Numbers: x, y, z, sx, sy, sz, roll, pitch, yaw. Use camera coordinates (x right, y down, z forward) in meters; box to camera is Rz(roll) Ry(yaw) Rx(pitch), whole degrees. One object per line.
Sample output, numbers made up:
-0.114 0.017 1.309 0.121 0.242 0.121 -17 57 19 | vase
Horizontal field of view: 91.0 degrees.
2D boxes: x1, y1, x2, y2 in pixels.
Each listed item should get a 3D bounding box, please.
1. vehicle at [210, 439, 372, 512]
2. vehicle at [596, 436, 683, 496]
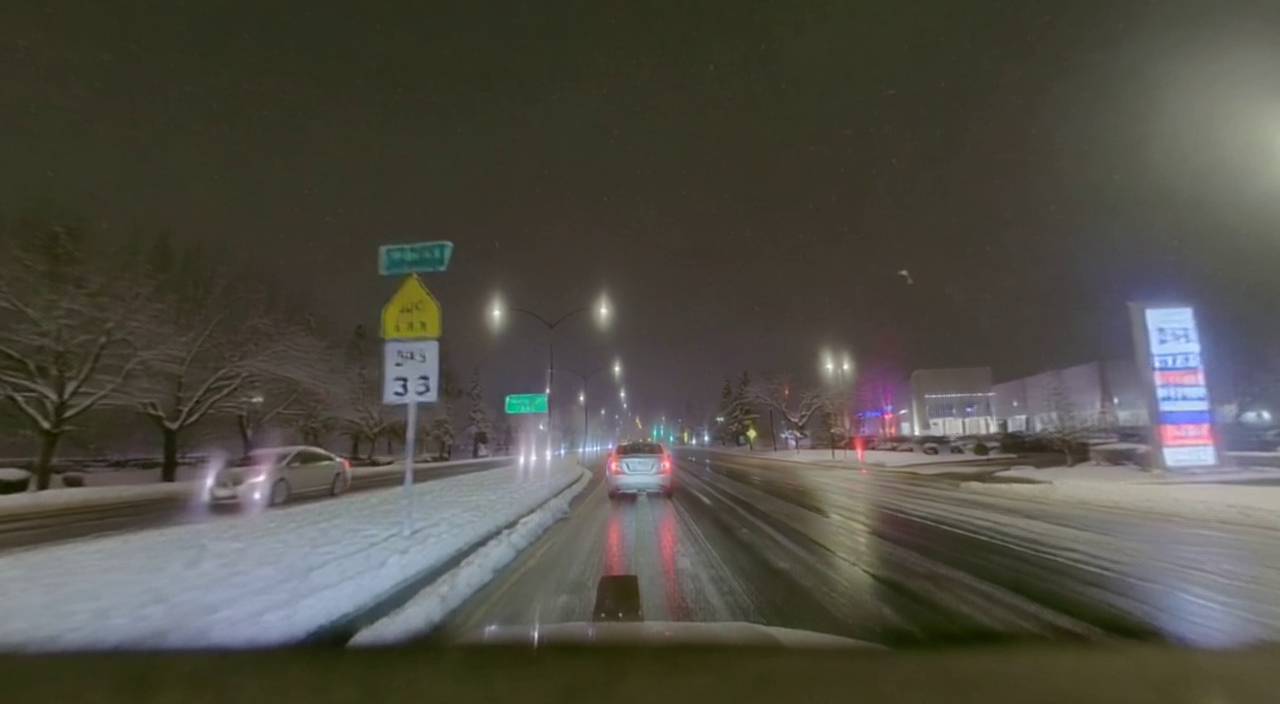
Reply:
-9.066 3.165 16.831 1.903 1.476 4.395 -6 -8 -1 | vehicle
-0.055 3.101 17.522 2.126 1.475 3.967 0 -8 -1 | vehicle
